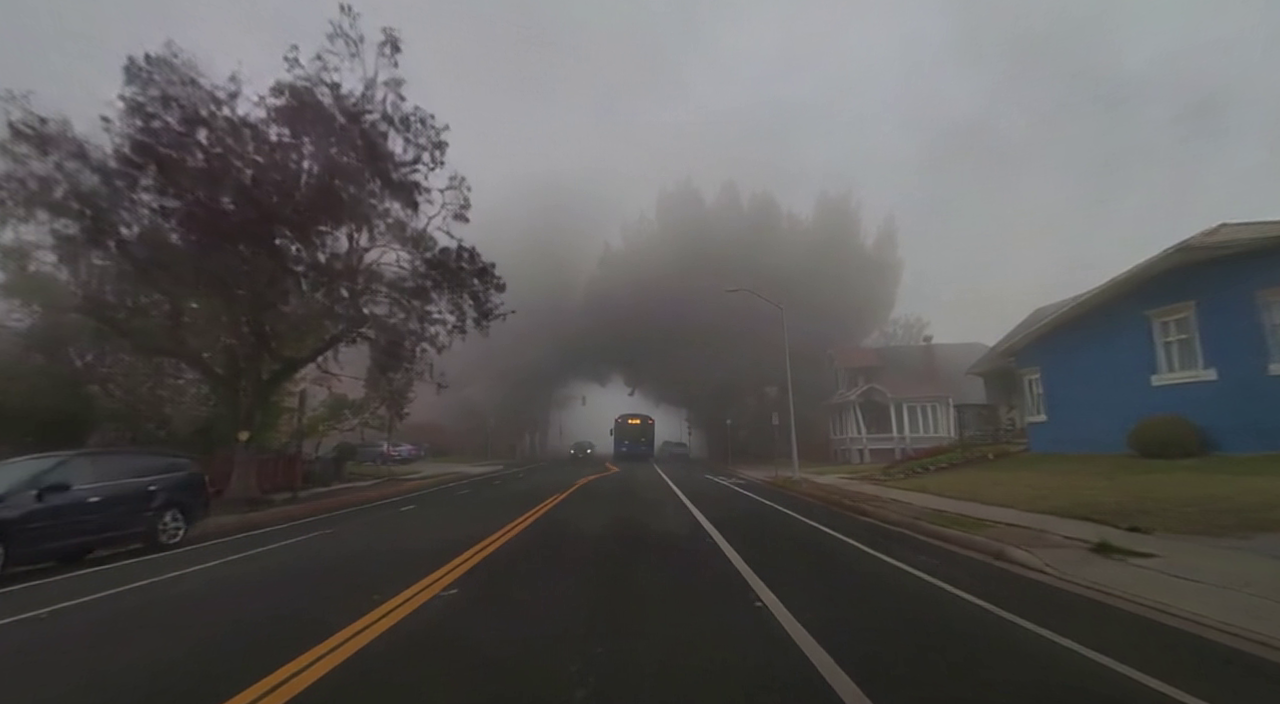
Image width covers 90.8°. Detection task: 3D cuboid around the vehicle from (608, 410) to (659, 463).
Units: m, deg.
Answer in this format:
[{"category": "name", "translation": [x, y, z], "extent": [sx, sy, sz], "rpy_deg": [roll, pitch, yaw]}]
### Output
[{"category": "vehicle", "translation": [-0.311, 6.211, 46.294], "extent": [3.031, 3.200, 13.052], "rpy_deg": [3, -8, 1]}]

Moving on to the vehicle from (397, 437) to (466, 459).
[{"category": "vehicle", "translation": [-16.340, 7.518, 49.698], "extent": [4.778, 1.565, 1.919], "rpy_deg": [-1, -5, 0]}]

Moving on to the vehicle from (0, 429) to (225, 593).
[{"category": "vehicle", "translation": [-7.897, 2.029, 8.322], "extent": [1.898, 1.755, 4.603], "rpy_deg": [-5, -9, -1]}]

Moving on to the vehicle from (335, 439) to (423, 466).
[{"category": "vehicle", "translation": [-15.631, 6.035, 38.018], "extent": [4.481, 1.591, 1.807], "rpy_deg": [0, -8, -1]}]

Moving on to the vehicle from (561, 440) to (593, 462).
[{"category": "vehicle", "translation": [-4.479, 7.104, 45.450], "extent": [1.925, 1.489, 4.235], "rpy_deg": [0, -8, -1]}]
